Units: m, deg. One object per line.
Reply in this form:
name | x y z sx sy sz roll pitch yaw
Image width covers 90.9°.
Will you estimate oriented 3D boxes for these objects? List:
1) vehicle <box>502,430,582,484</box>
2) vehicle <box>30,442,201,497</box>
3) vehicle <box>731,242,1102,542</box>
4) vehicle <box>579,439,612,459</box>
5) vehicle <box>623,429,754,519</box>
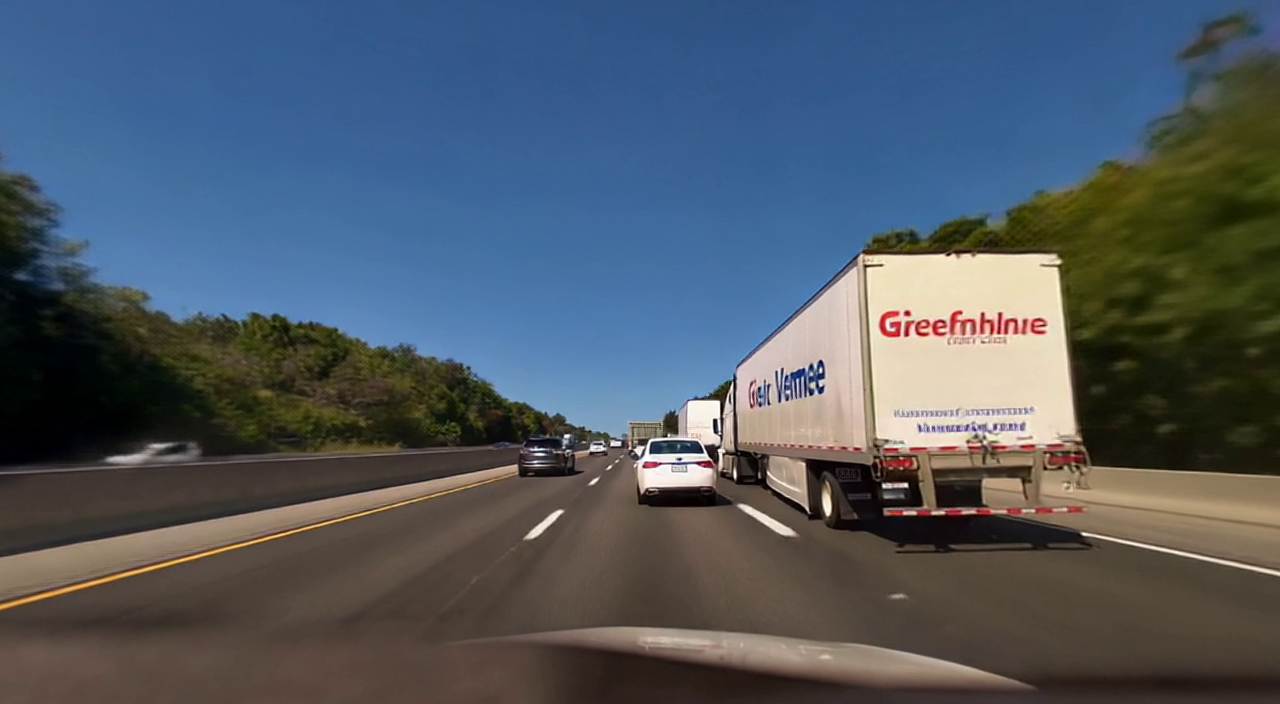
vehicle | -3.334 3.659 22.382 2.006 1.729 4.447 0 -8 1
vehicle | -15.222 3.378 18.592 1.836 1.429 3.652 0 -8 1
vehicle | 4.711 1.453 15.712 2.883 4.070 14.423 0 -8 1
vehicle | -3.452 7.650 49.856 2.181 1.538 4.169 0 -8 1
vehicle | 0.813 2.359 12.832 2.200 1.495 4.282 0 -8 0
